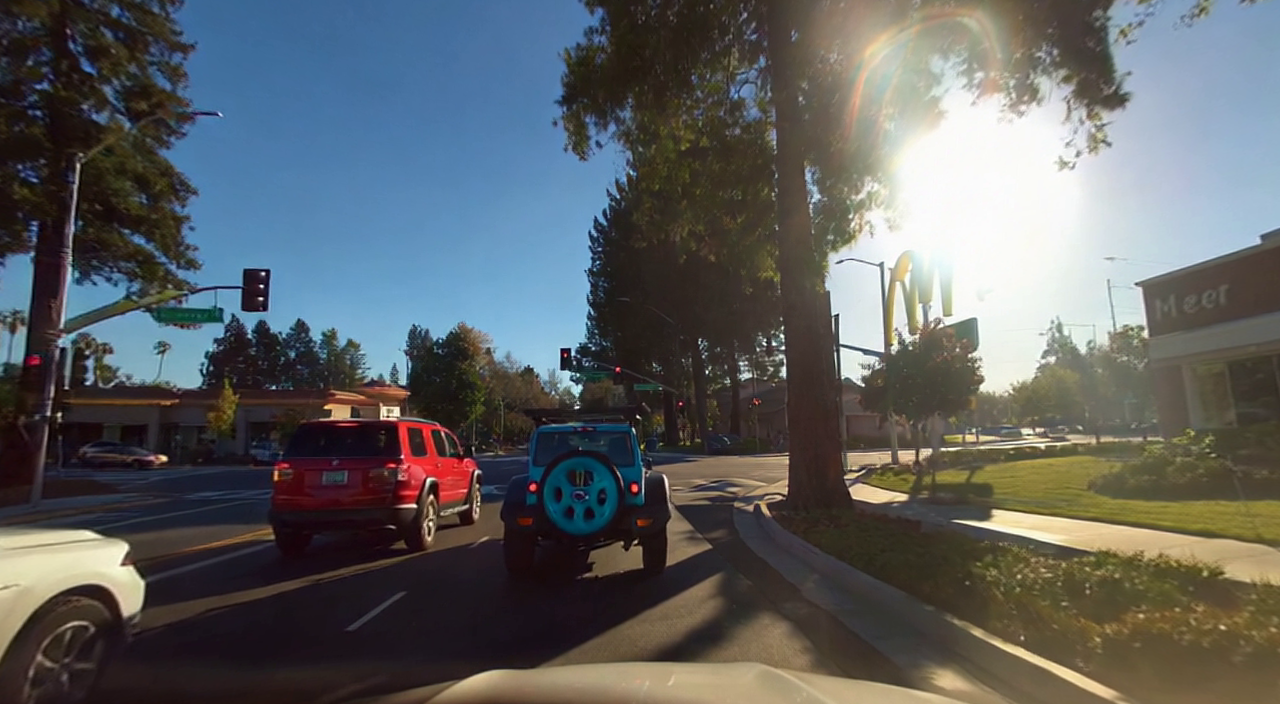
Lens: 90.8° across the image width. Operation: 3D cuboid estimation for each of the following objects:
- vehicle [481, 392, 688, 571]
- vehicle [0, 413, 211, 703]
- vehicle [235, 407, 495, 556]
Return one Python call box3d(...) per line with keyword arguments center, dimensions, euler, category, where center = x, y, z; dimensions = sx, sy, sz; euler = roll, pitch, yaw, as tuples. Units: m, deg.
box3d(center=(-0.667, 1.746, 9.243), dimensions=(2.224, 1.923, 4.643), euler=(0, -8, -2), category="vehicle")
box3d(center=(-3.886, 0.886, 1.963), dimensions=(1.941, 1.479, 4.541), euler=(0, -8, -1), category="vehicle")
box3d(center=(-3.928, 1.937, 10.124), dimensions=(2.130, 1.819, 4.497), euler=(0, -8, 0), category="vehicle")
